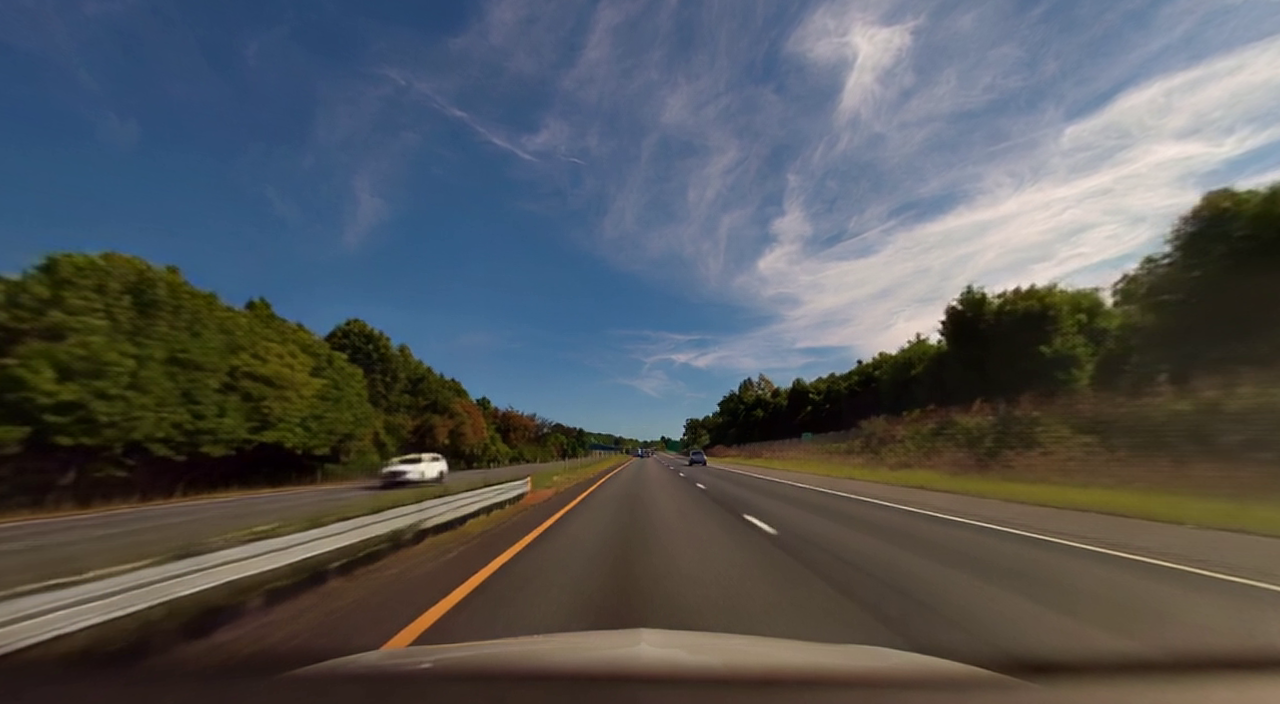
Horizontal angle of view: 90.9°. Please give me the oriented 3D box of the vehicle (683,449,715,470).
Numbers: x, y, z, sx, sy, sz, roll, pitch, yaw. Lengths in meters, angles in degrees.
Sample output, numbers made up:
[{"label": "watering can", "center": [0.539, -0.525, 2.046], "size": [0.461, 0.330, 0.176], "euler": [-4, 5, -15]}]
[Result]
[{"label": "vehicle", "center": [4.371, 8.031, 47.138], "size": [1.984, 1.481, 4.376], "euler": [0, -9, 0]}]

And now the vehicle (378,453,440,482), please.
[{"label": "vehicle", "center": [-12.949, 6.488, 35.590], "size": [1.873, 1.510, 4.063], "euler": [0, -9, 1]}]
